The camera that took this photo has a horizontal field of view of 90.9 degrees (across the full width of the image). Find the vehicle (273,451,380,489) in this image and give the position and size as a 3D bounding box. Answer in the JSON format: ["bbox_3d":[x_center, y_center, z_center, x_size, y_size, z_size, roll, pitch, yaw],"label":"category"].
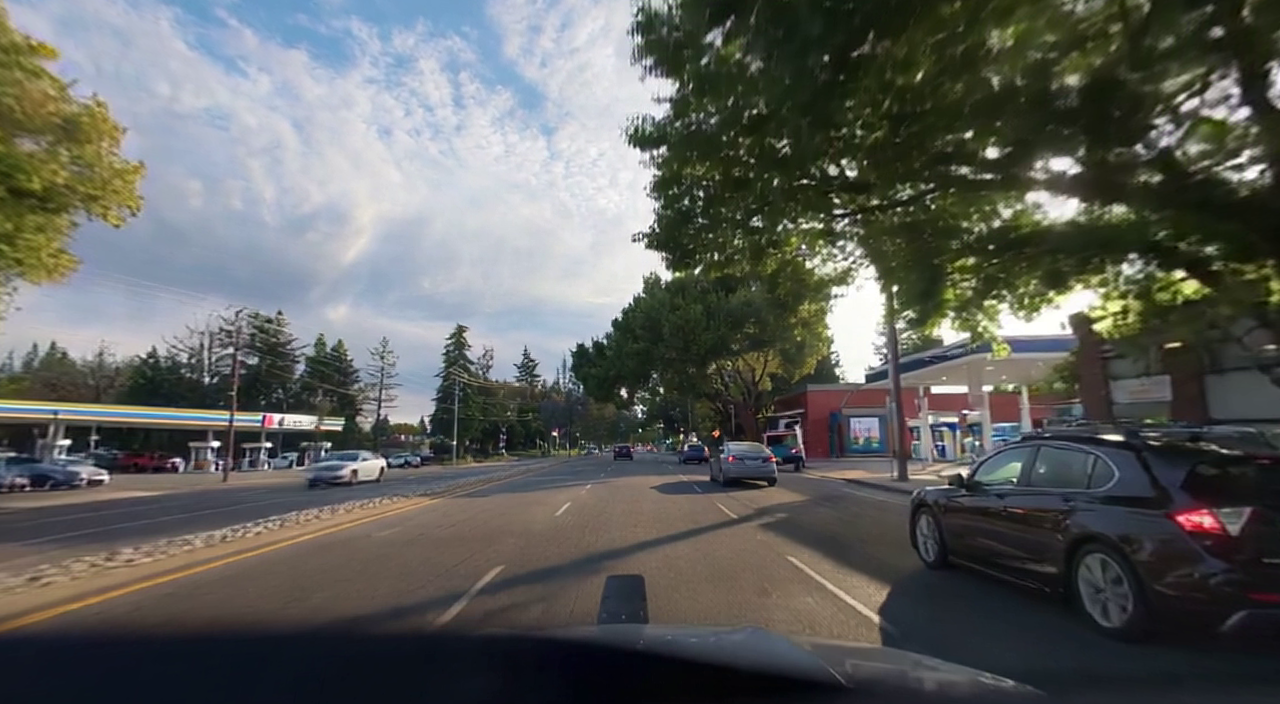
[{"bbox_3d":[-14.205,5.344,29.045,2.031,1.539,5.646,-1,-9,0],"label":"vehicle"}]

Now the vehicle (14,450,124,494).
[{"bbox_3d":[-28.767,5.986,32.006,2.064,2.002,4.835,2,-9,-16],"label":"vehicle"}]

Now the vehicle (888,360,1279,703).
[{"bbox_3d":[3.698,1.126,4.384,1.875,1.665,4.931,0,-9,0],"label":"vehicle"}]

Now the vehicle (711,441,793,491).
[{"bbox_3d":[3.602,3.749,21.055,1.871,1.442,4.122,0,-9,-1],"label":"vehicle"}]

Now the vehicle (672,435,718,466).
[{"bbox_3d":[3.673,6.738,43.281,2.611,1.983,5.165,0,-9,-1],"label":"vehicle"}]
